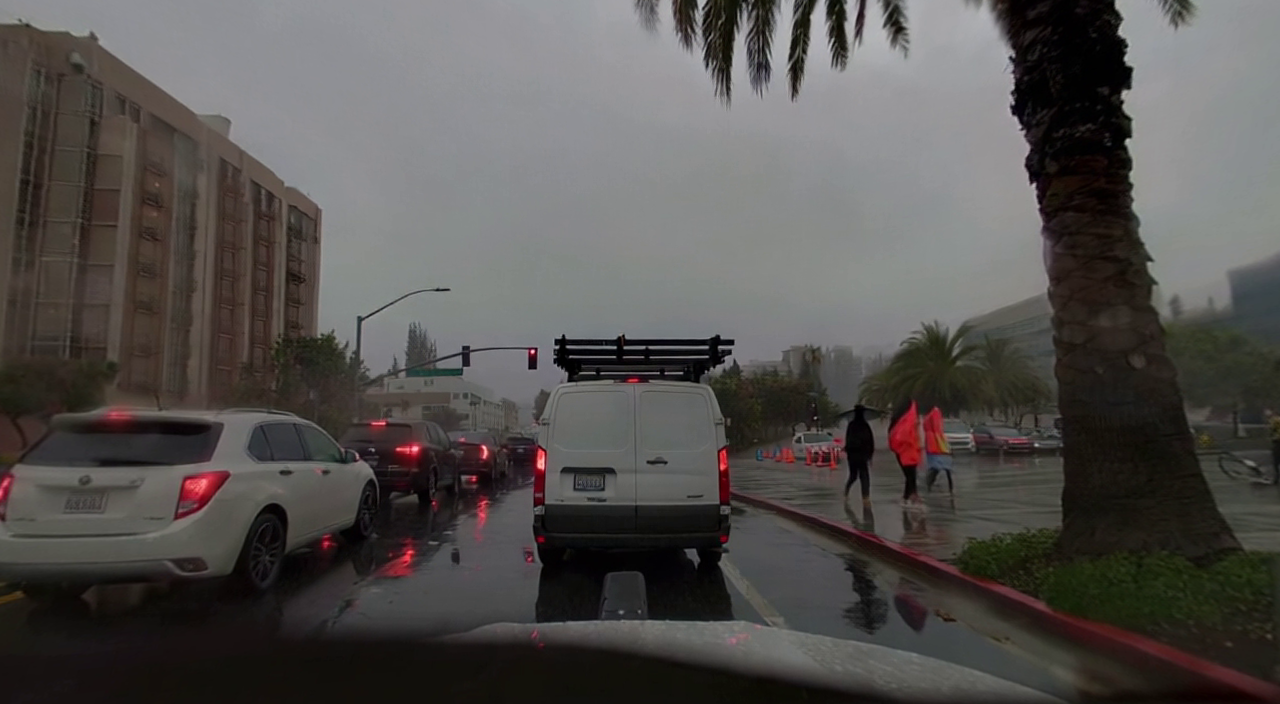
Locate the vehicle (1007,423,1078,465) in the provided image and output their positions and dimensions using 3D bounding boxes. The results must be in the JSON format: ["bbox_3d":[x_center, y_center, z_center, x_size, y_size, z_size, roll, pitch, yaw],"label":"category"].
[{"bbox_3d":[15.806,3.618,24.725,2.048,1.475,3.972,-6,-10,34],"label":"vehicle"}]

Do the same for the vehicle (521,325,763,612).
[{"bbox_3d":[-0.191,1.219,7.192,1.902,2.238,4.263,1,-9,-6],"label":"vehicle"}]

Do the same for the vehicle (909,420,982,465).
[{"bbox_3d":[12.659,3.762,26.048,2.046,1.675,3.924,-6,-10,33],"label":"vehicle"}]

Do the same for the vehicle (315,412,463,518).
[{"bbox_3d":[-5.203,2.409,13.905,2.089,1.854,5.022,2,-9,-11],"label":"vehicle"}]

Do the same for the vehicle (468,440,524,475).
[{"bbox_3d":[-6.820,4.893,29.588,1.818,1.479,4.428,4,-9,-22],"label":"vehicle"}]

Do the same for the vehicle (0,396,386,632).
[{"bbox_3d":[-4.387,1.466,6.673,1.986,1.643,4.315,1,-9,-6],"label":"vehicle"}]
